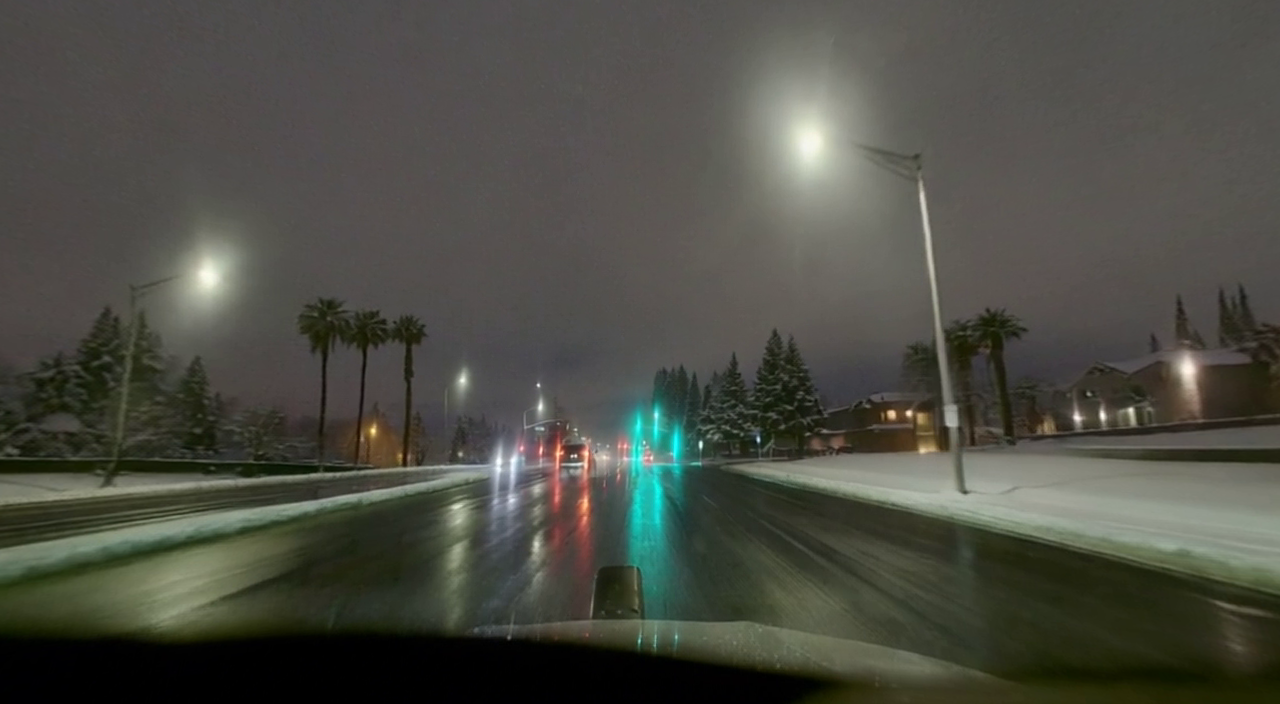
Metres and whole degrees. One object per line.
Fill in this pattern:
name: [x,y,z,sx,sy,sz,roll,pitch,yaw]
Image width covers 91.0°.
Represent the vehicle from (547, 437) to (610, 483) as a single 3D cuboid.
vehicle: [-2.769,5.068,29.828,2.370,1.968,5.698,0,-9,0]
